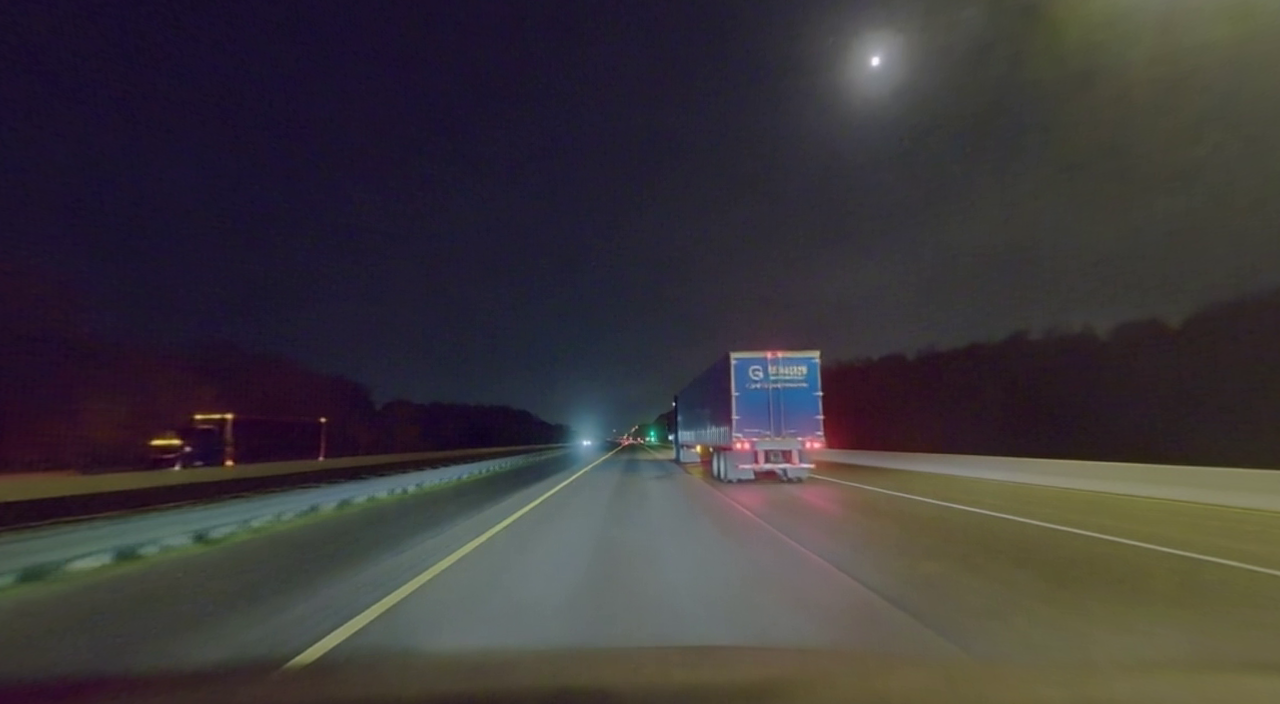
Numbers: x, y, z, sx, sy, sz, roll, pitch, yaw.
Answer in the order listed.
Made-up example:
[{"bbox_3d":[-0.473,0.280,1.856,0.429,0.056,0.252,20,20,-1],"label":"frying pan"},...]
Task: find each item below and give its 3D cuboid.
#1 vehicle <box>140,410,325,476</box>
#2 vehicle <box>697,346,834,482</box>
[{"bbox_3d":[-29.401,6.731,46.947,2.918,4.122,14.289,-1,-8,6],"label":"vehicle"},{"bbox_3d":[3.917,2.291,22.079,2.888,3.866,8.380,0,-8,-1],"label":"vehicle"}]
